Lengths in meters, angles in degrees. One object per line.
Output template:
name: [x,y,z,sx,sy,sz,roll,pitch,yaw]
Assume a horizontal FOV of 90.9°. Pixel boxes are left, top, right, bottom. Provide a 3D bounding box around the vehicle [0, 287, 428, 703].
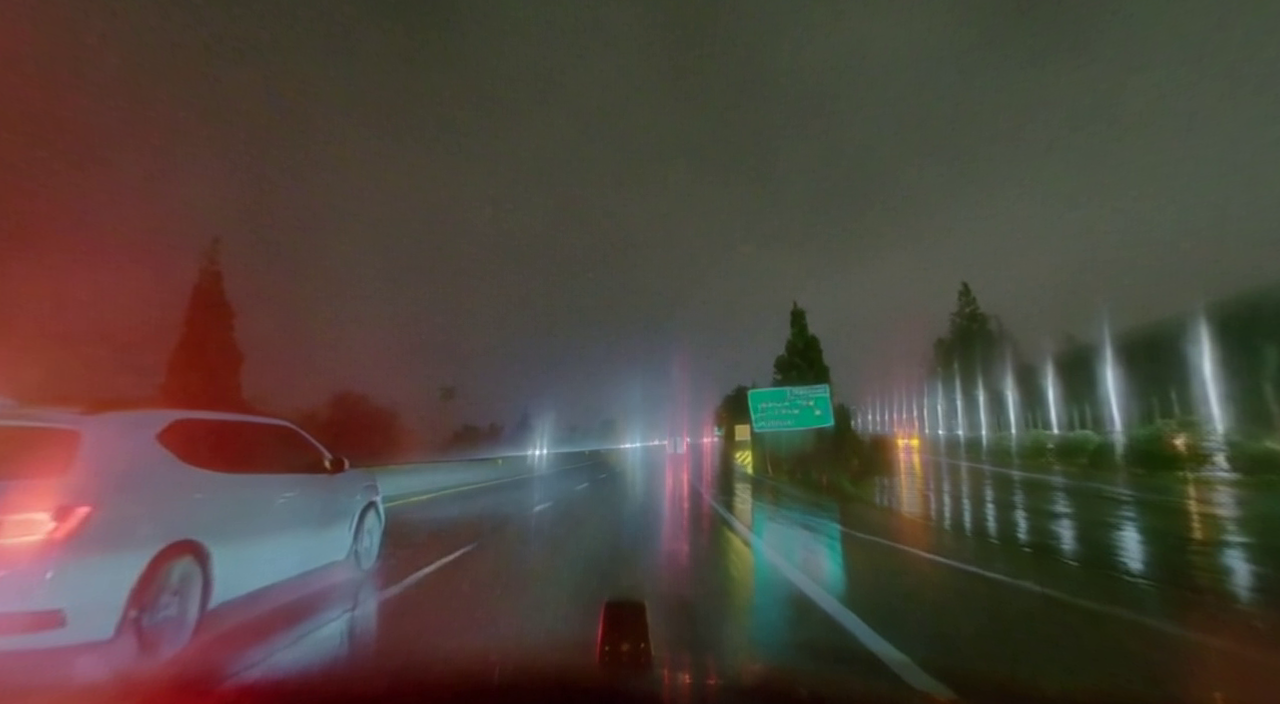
vehicle: [-3.466,0.946,4.048,2.143,1.851,5.817,0,-8,0]
